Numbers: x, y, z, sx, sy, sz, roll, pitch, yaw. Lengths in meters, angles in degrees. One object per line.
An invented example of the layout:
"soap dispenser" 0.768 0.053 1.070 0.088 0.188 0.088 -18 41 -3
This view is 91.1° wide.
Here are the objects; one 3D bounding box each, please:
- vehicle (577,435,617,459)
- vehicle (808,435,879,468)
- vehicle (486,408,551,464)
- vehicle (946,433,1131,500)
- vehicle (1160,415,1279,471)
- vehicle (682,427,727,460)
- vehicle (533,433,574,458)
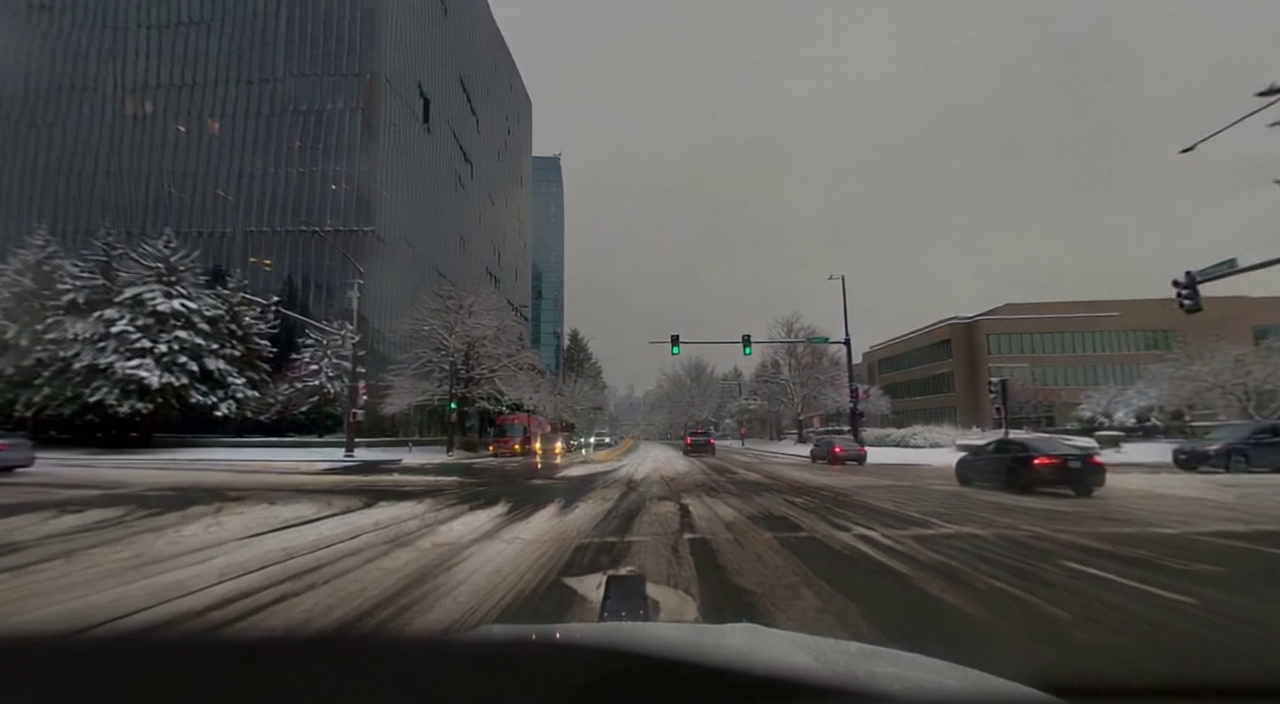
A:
"vehicle" -2.746 6.195 41.177 2.147 1.481 4.331 0 -8 2
"vehicle" 9.507 4.671 29.680 1.860 1.460 4.379 0 -8 0
"vehicle" -9.215 6.339 48.610 3.191 3.314 7.914 -5 -2 0
"vehicle" 9.892 2.855 16.092 1.896 1.463 4.296 0 -8 0
"vehicle" 23.941 3.478 23.794 6.170 1.978 2.399 0 -10 0
"vehicle" 3.753 5.446 37.337 2.203 1.801 4.331 0 -8 0
"vehicle" -6.075 6.618 44.471 2.182 1.677 4.384 0 -8 1
